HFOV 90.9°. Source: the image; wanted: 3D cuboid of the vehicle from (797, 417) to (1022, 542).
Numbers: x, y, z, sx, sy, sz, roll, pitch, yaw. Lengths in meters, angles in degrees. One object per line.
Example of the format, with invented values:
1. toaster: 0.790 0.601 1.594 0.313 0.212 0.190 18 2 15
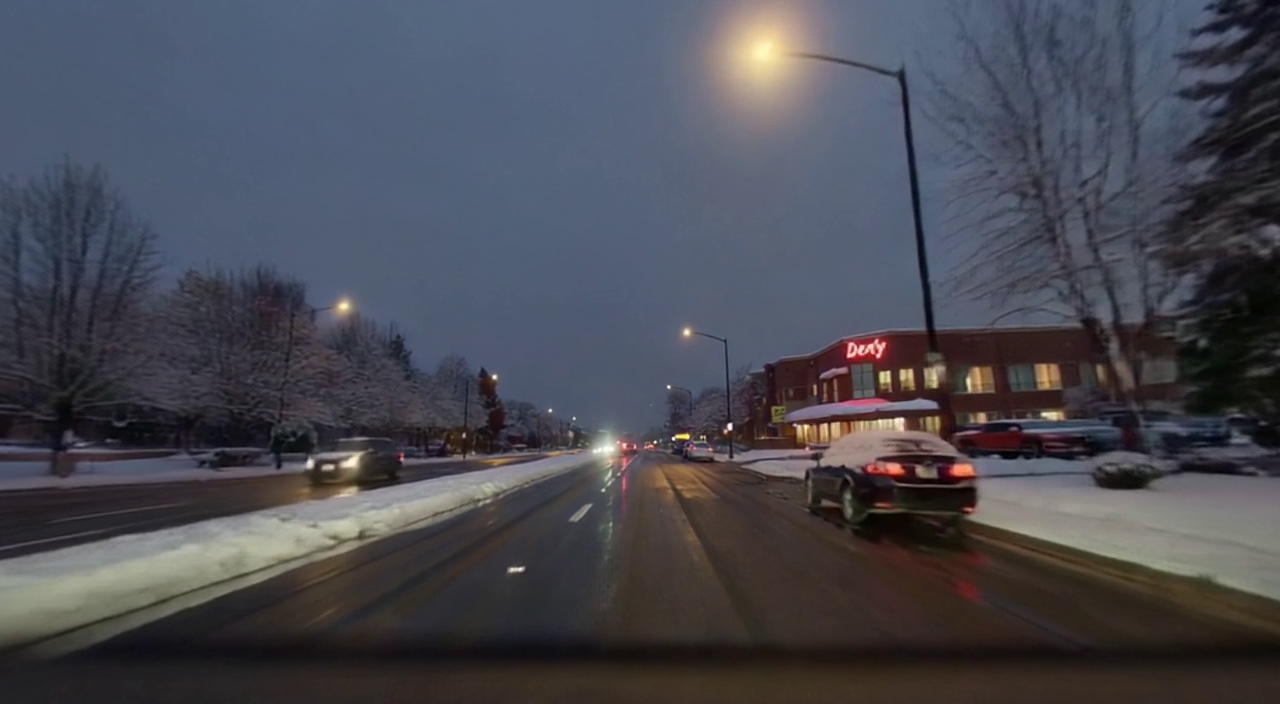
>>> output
1. vehicle: 4.408 2.159 11.320 2.067 1.755 4.616 0 -8 1

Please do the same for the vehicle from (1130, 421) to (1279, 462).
1. vehicle: 23.088 3.702 26.044 1.940 1.510 4.595 0 -8 0

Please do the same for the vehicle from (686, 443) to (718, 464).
1. vehicle: 4.853 7.980 49.738 2.085 1.509 5.134 0 -8 1

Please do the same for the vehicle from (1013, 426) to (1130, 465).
1. vehicle: 17.767 3.890 26.222 1.953 1.488 4.129 0 -8 1

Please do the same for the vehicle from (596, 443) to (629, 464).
1. vehicle: -2.069 7.812 48.635 2.176 1.543 4.335 0 -8 2
